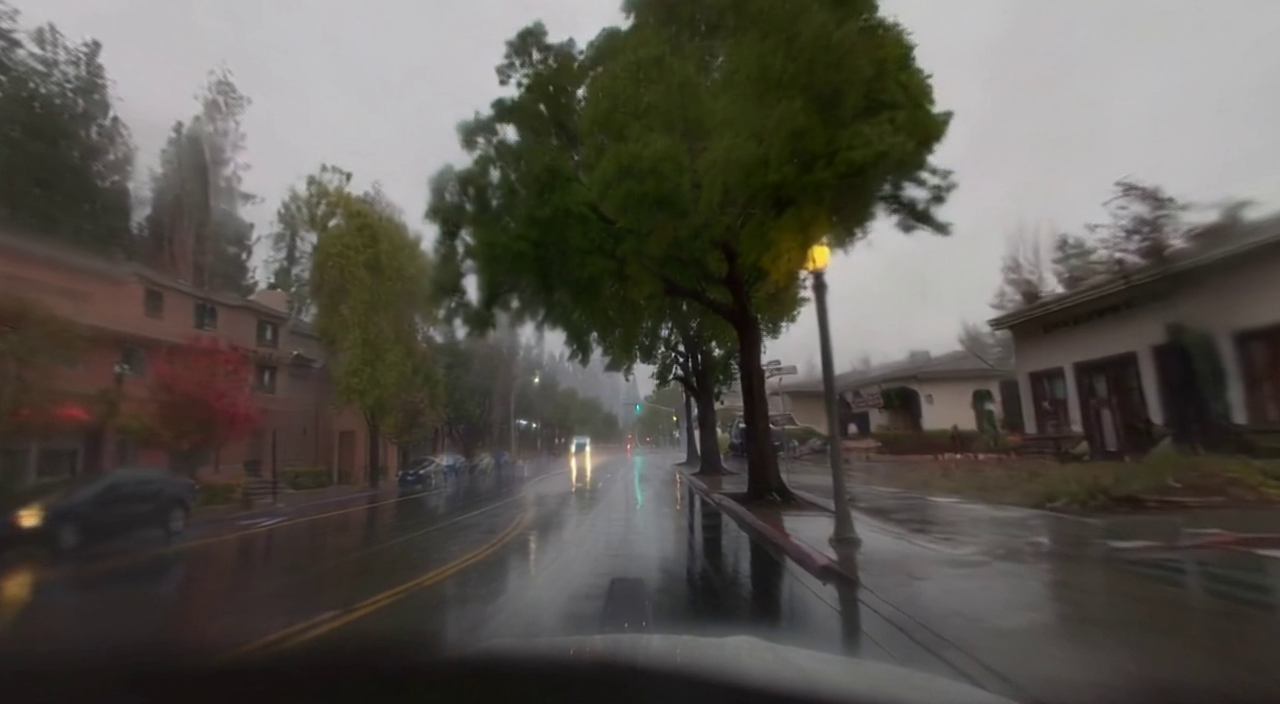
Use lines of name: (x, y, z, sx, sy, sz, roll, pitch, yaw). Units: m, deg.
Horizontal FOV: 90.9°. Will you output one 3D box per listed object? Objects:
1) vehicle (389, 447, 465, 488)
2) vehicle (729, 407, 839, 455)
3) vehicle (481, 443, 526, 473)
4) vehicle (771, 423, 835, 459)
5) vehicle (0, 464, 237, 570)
vehicle: (-10.485, 5.656, 31.380, 1.995, 1.657, 4.609, -6, -8, 2)
vehicle: (8.760, 4.909, 38.585, 6.019, 2.672, 2.563, -5, -10, 27)
vehicle: (-10.270, 7.988, 47.771, 2.232, 1.961, 5.739, -3, -9, -2)
vehicle: (8.566, 4.755, 33.603, 1.999, 1.753, 4.995, 0, -8, 0)
vehicle: (-10.220, 2.980, 12.146, 1.892, 1.484, 4.576, 0, -8, -1)
